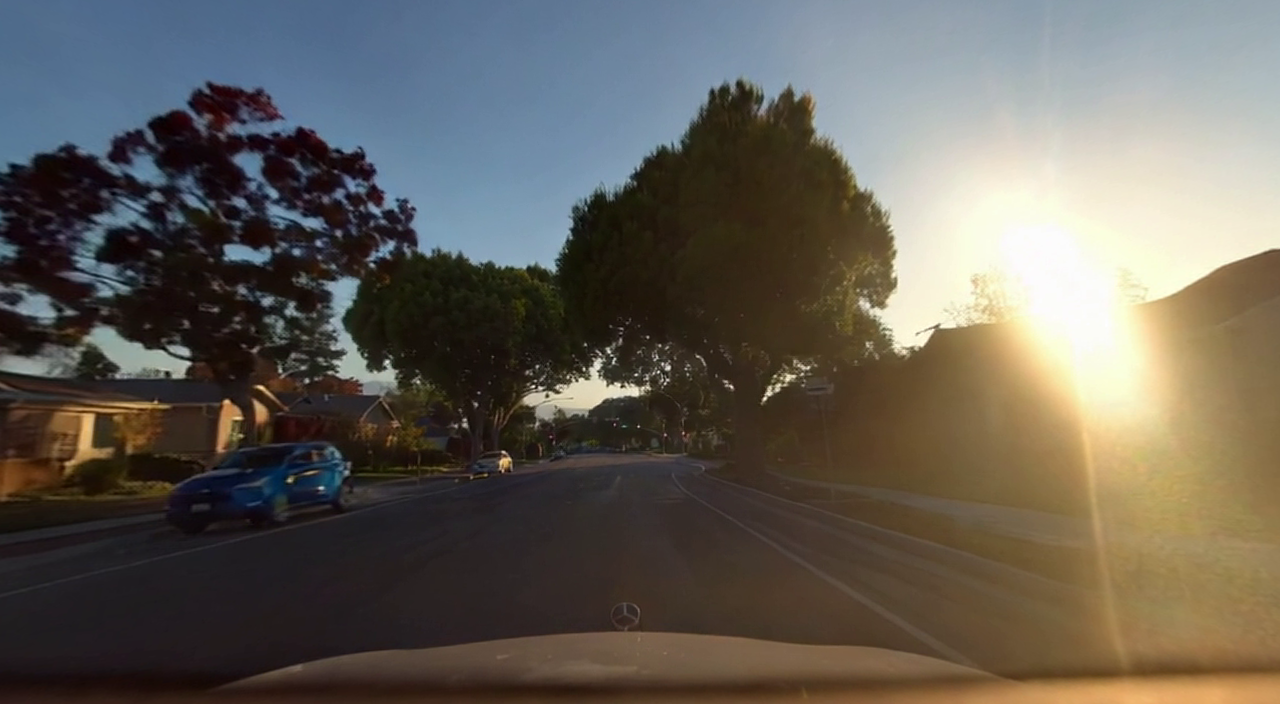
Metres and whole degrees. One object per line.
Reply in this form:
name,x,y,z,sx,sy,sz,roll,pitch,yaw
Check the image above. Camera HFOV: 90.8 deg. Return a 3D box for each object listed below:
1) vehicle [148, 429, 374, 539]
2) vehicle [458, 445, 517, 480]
vehicle,-7.634,2.668,13.421,2.209,1.807,4.432,-2,-9,-3
vehicle,-8.315,6.026,34.829,2.130,1.692,4.544,-3,-8,-1
